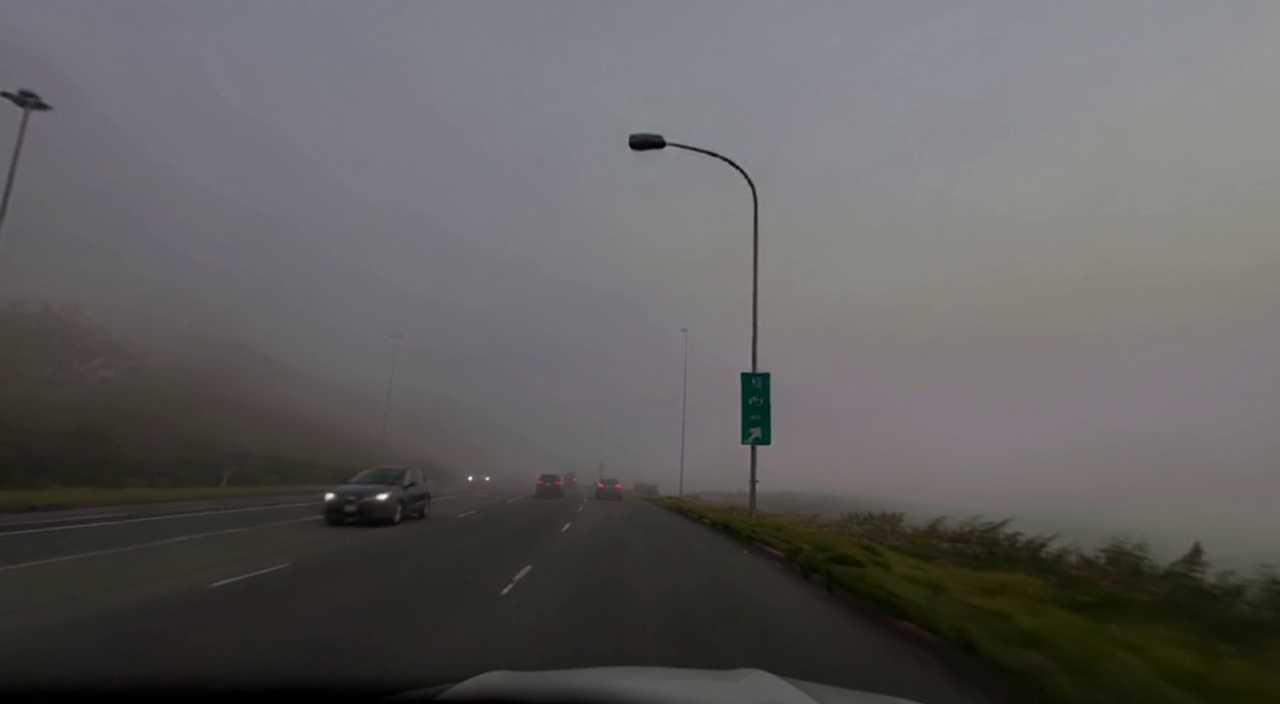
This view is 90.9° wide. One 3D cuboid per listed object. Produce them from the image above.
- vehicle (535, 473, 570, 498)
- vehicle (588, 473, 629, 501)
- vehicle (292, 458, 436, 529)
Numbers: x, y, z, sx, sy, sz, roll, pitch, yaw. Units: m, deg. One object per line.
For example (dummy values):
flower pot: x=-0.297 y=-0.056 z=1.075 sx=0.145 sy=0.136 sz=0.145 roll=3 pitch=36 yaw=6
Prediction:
vehicle: x=-5.593 y=8.601 z=40.831 sx=2.030 sy=1.441 sz=4.806 roll=2 pitch=-11 yaw=-6
vehicle: x=-1.936 y=7.949 z=37.260 sx=2.129 sy=1.471 sz=4.258 roll=2 pitch=-11 yaw=-6
vehicle: x=-7.023 y=3.644 z=16.630 sx=2.016 sy=1.573 sz=4.259 roll=2 pitch=-11 yaw=-3
